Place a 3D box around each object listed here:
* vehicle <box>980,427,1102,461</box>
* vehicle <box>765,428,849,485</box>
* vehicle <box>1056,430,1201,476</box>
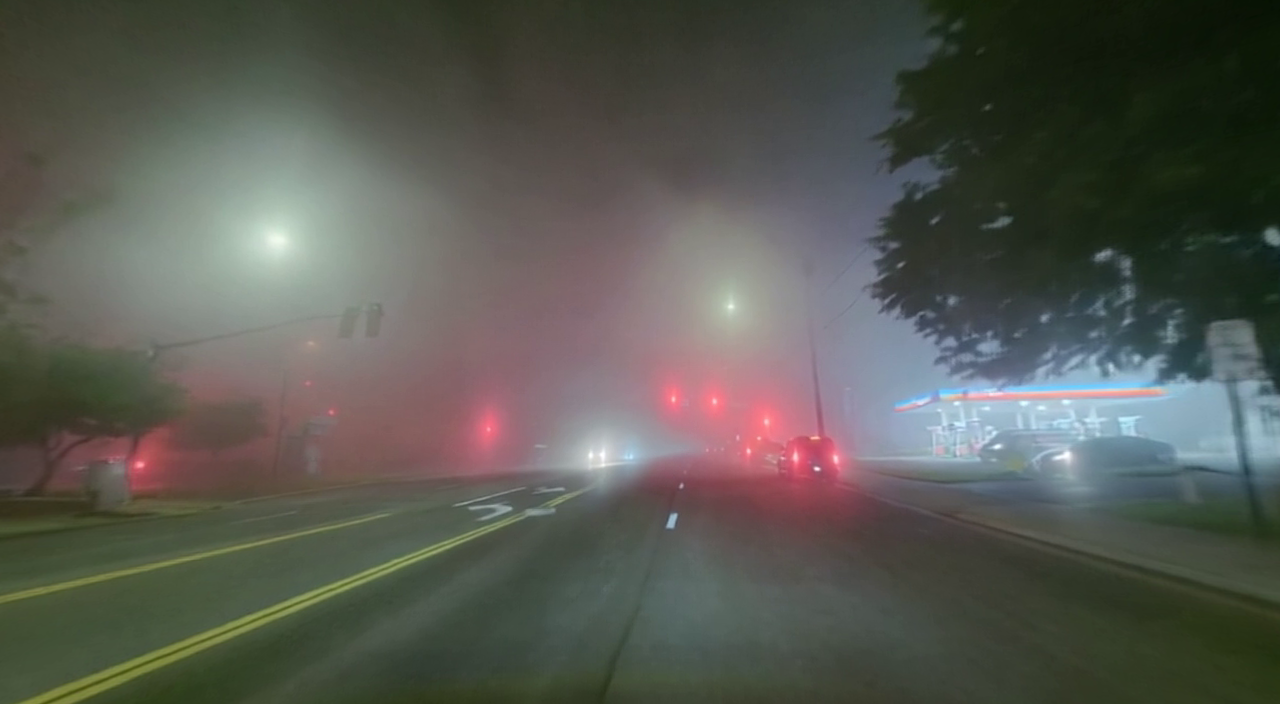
[{"bbox_3d":[19.264,4.476,30.540,4.421,1.548,2.061,-1,-9,7],"label":"vehicle"},{"bbox_3d":[6.100,3.886,23.707,2.194,1.896,5.049,-1,-9,5],"label":"vehicle"},{"bbox_3d":[16.737,3.494,22.009,1.919,1.411,4.440,-1,-9,7],"label":"vehicle"}]
